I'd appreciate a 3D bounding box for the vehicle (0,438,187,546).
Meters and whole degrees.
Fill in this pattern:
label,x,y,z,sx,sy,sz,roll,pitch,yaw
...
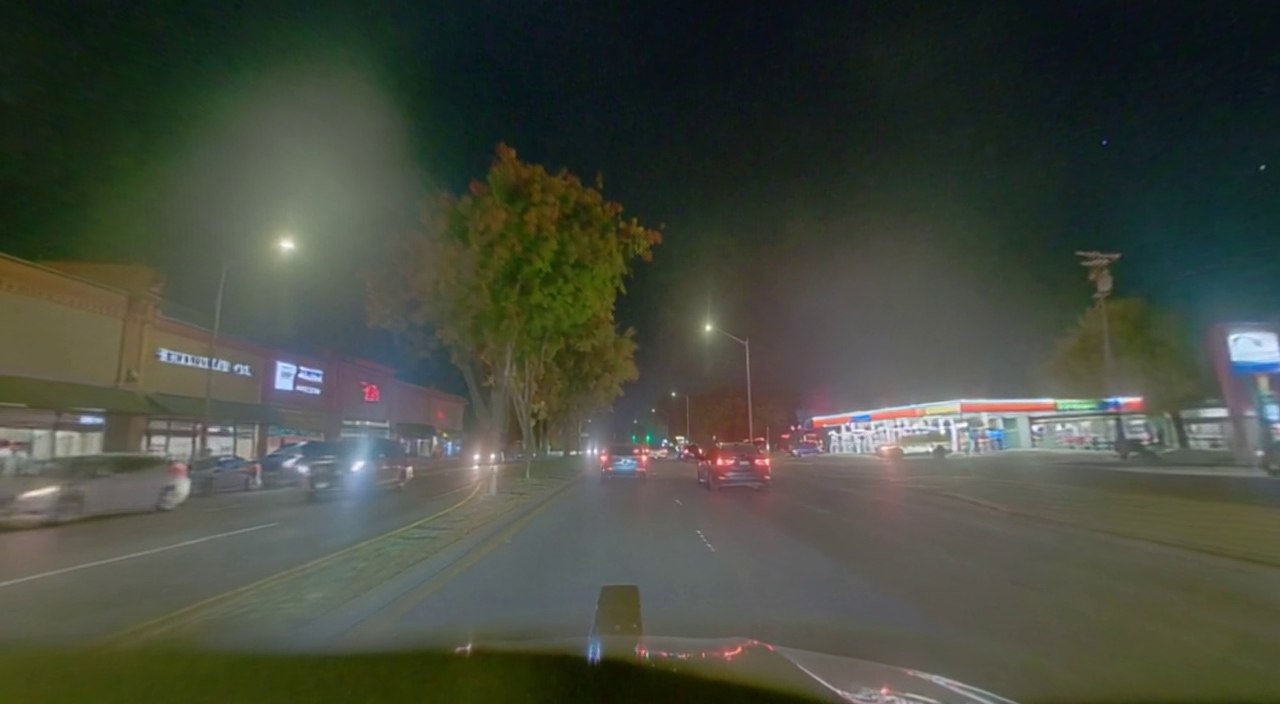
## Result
label,x,y,z,sx,sy,sz,roll,pitch,yaw
vehicle,-11.113,2.491,11.900,1.997,1.677,4.327,0,-8,-1

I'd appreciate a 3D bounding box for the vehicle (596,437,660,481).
label,x,y,z,sx,sy,sz,roll,pitch,yaw
vehicle,-0.463,4.071,24.351,2.232,1.508,4.319,0,-8,-1

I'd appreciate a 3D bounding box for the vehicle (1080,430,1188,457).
label,x,y,z,sx,sy,sz,roll,pitch,yaw
vehicle,27.823,5.171,35.714,4.478,1.450,1.968,0,-8,-3

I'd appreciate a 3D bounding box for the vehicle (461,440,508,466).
label,x,y,z,sx,sy,sz,roll,pitch,yaw
vehicle,-11.365,7.407,46.591,2.233,1.799,4.700,0,-8,0

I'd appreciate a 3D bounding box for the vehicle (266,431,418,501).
label,x,y,z,sx,sy,sz,roll,pitch,yaw
vehicle,-8.323,3.211,18.246,2.273,1.748,4.379,0,-8,-1

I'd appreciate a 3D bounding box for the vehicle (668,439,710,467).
label,x,y,z,sx,sy,sz,roll,pitch,yaw
vehicle,2.825,5.944,37.313,2.098,1.527,3.966,0,-8,-2

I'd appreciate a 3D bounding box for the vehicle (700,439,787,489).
label,x,y,z,sx,sy,sz,roll,pitch,yaw
vehicle,3.298,3.647,21.025,2.060,1.471,4.168,0,-8,-2

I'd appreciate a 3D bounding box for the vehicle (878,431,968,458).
label,x,y,z,sx,sy,sz,roll,pitch,yaw
vehicle,18.981,6.223,42.573,4.948,1.733,2.296,0,-8,-2
